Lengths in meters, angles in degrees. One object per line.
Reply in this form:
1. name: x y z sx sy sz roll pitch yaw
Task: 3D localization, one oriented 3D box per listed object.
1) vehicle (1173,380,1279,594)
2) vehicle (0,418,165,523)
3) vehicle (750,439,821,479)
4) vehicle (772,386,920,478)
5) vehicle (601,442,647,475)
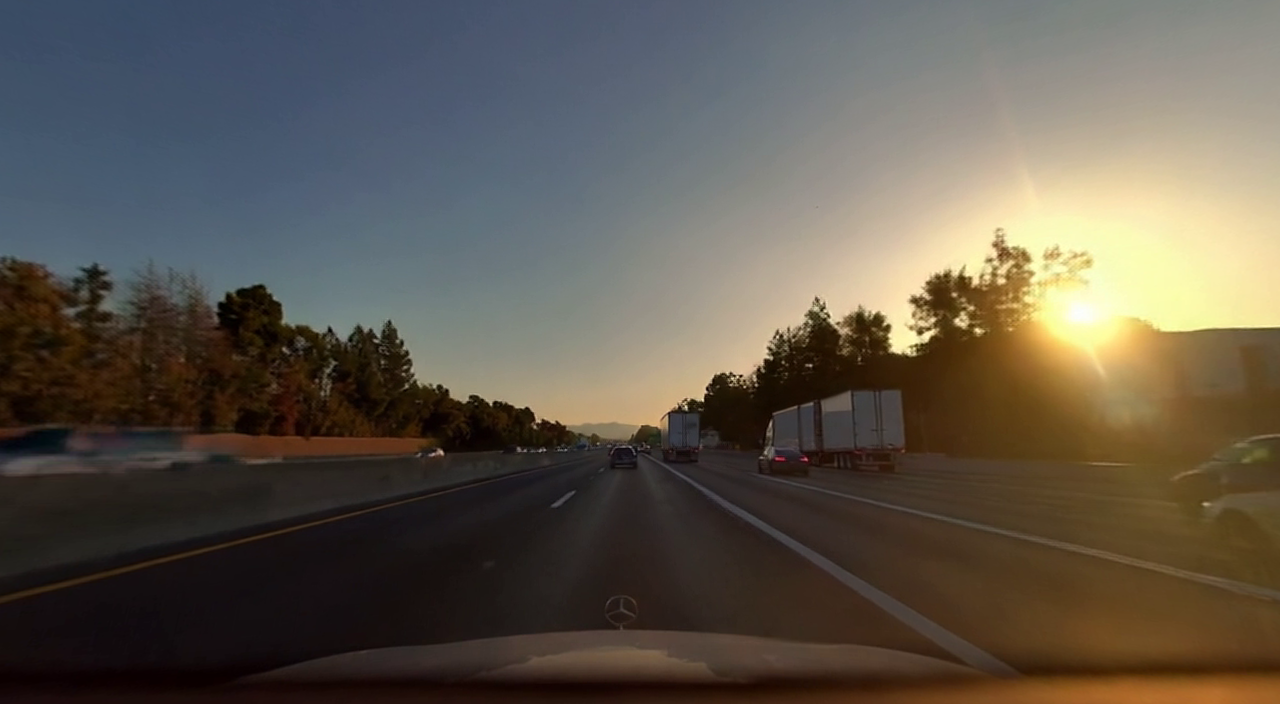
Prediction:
1. vehicle: 7.280 1.004 4.230 2.369 2.007 5.700 0 -9 0
2. vehicle: -12.786 2.345 12.679 2.179 1.895 5.631 0 -9 -1
3. vehicle: 6.479 4.824 28.728 2.154 1.658 4.347 0 -9 -1
4. vehicle: 11.248 4.963 37.615 2.898 4.171 17.188 0 -9 -1
5. vehicle: -0.782 5.285 31.544 2.163 1.551 4.180 0 -9 -1
